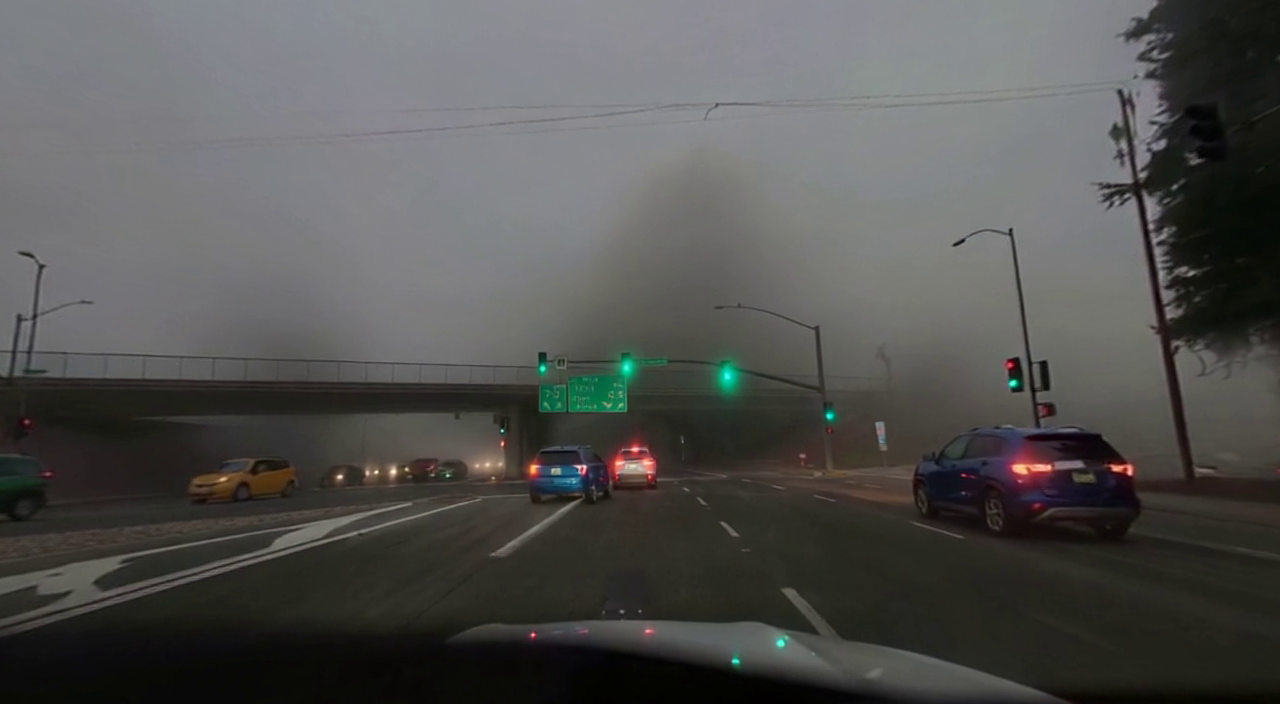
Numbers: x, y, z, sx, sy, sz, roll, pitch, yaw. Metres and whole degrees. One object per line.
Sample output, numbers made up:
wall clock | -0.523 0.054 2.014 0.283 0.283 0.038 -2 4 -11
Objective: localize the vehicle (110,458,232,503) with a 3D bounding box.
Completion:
vehicle | -23.298 6.351 31.714 2.039 1.965 5.291 0 -8 0

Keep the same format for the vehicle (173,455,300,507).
vehicle | -15.962 5.081 25.385 2.007 1.730 4.774 -1 -8 -1

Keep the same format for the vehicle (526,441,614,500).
vehicle | -2.272 3.998 21.840 2.060 1.768 4.681 -1 -8 6

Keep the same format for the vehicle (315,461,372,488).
vehicle | -19.712 8.139 42.198 1.857 1.534 4.221 0 -8 -1

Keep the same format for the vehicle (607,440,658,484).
vehicle | -0.314 5.464 31.803 2.342 2.026 4.642 0 -8 1

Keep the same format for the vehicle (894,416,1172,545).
vehicle | 6.426 2.129 11.120 2.074 1.785 4.320 0 -8 0
